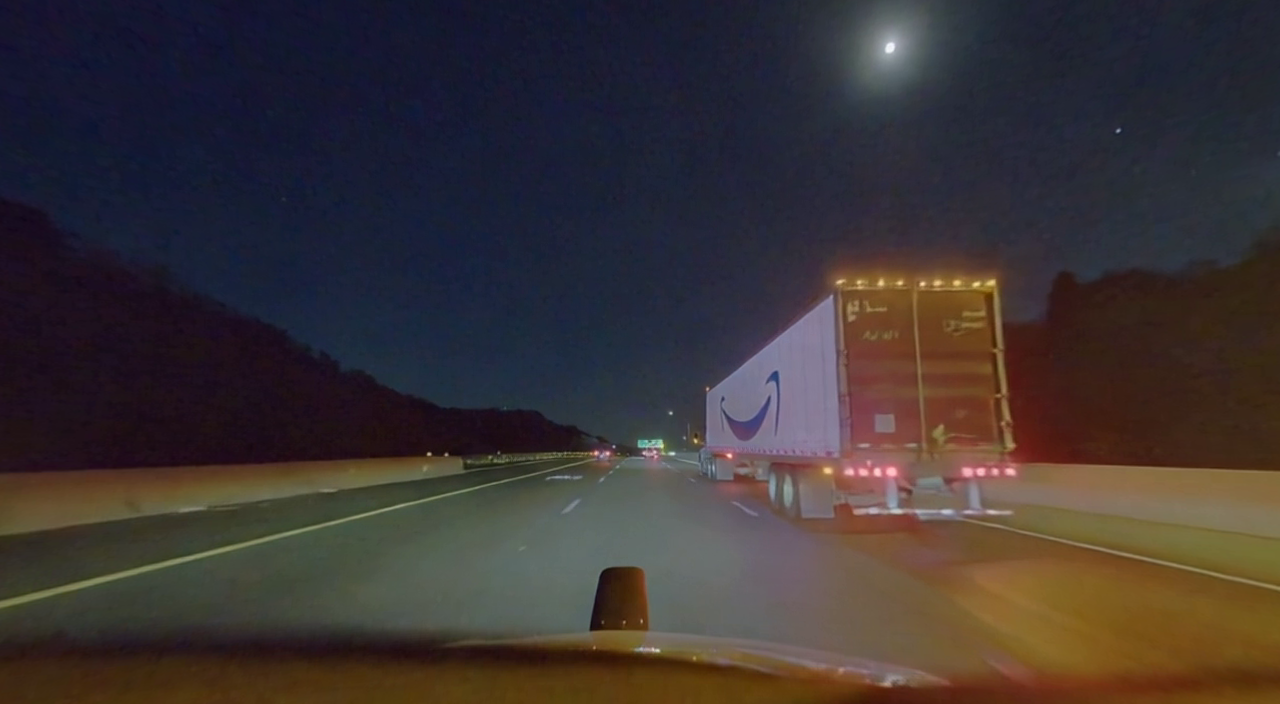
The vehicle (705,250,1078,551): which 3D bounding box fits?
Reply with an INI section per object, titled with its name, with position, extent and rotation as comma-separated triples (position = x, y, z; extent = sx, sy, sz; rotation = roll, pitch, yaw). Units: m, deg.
[vehicle]
position = 4.165, 1.851, 16.907
extent = 2.928, 4.021, 17.190
rotation = 0, -9, 0
